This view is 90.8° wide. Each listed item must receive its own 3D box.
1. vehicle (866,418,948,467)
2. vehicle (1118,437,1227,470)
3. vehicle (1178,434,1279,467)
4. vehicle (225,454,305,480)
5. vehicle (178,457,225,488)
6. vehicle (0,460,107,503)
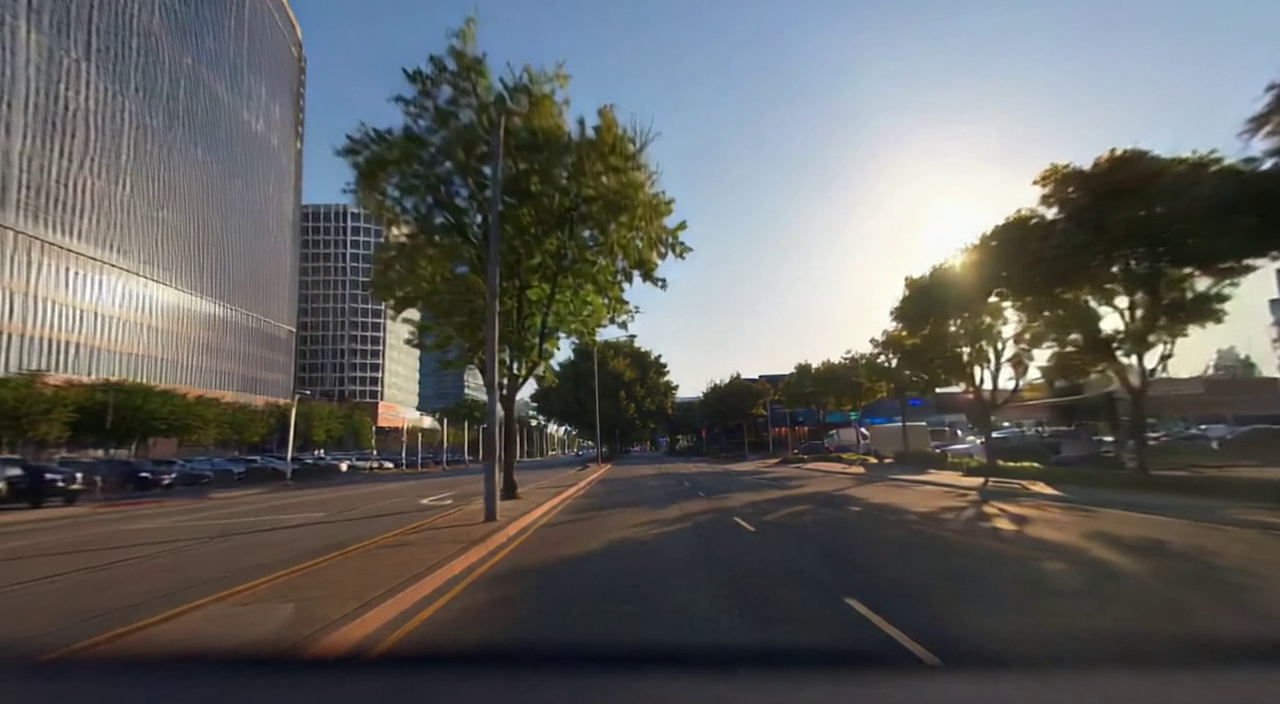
[{"bbox_3d":[19.183,6.765,46.057,2.630,3.176,8.459,0,-10,3],"label":"vehicle"},{"bbox_3d":[30.972,5.910,36.824,4.407,1.545,2.014,-4,-9,0],"label":"vehicle"},{"bbox_3d":[31.719,5.253,33.650,4.329,1.535,1.802,-3,-10,-2],"label":"vehicle"},{"bbox_3d":[-27.994,8.557,47.220,4.879,1.724,2.086,6,-10,-34],"label":"vehicle"},{"bbox_3d":[-26.896,7.334,38.892,1.969,1.682,4.542,5,-10,-31],"label":"vehicle"},{"bbox_3d":[-25.431,5.439,26.494,4.411,1.600,1.930,8,-15,-44],"label":"vehicle"}]
